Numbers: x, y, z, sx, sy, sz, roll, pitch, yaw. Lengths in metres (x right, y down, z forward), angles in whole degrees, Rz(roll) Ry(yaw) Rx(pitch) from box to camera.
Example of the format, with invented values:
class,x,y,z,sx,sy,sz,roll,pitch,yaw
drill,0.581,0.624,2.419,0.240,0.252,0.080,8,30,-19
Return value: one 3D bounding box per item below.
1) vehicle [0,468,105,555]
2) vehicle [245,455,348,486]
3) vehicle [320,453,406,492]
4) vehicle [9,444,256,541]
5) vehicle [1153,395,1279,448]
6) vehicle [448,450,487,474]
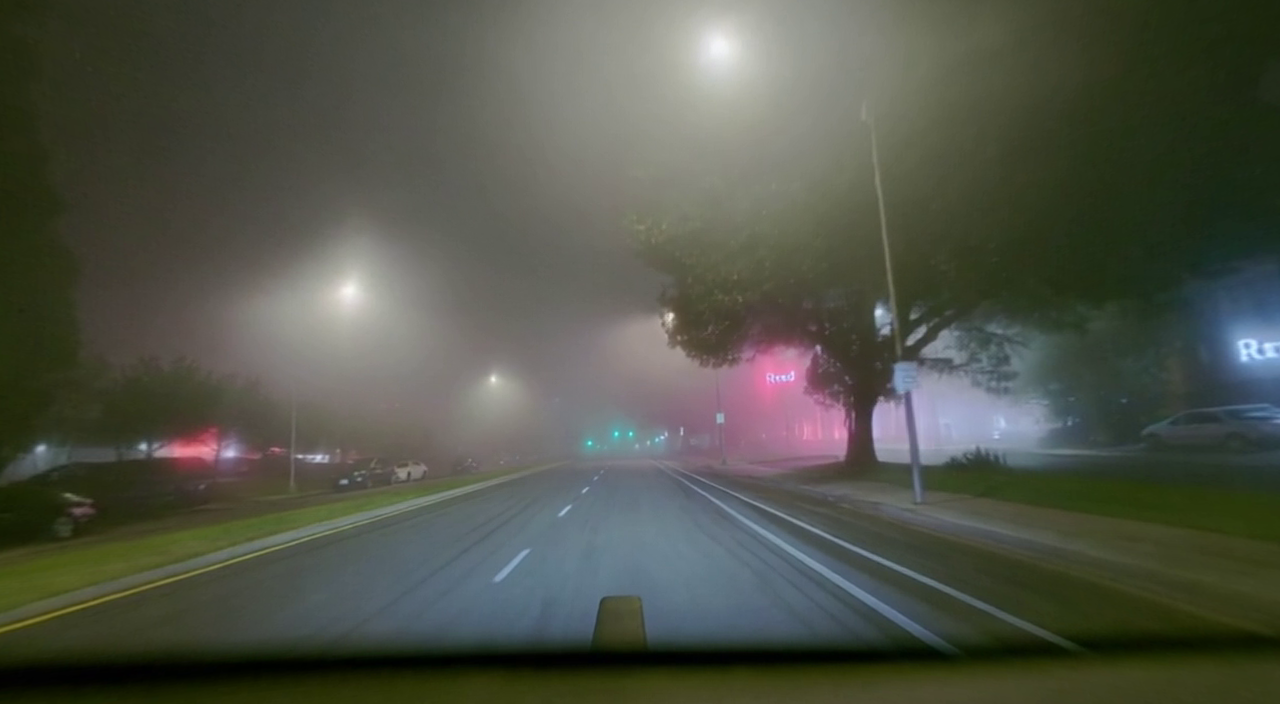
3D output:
class,x,y,z,sx,sy,sz,roll,pitch,yaw
vehicle,-12.447,2.920,11.394,1.958,1.457,4.254,0,-8,-2
vehicle,-21.226,7.323,39.233,5.007,1.736,2.350,0,-8,-5
vehicle,-12.748,5.522,29.433,1.897,1.564,4.875,0,-8,-1
vehicle,-12.661,3.469,16.413,2.351,1.905,5.138,-4,-9,-3
vehicle,24.908,2.830,25.237,2.392,1.996,6.238,5,-10,-32
vehicle,-13.212,8.431,48.522,1.953,1.558,3.839,-5,-8,-3
